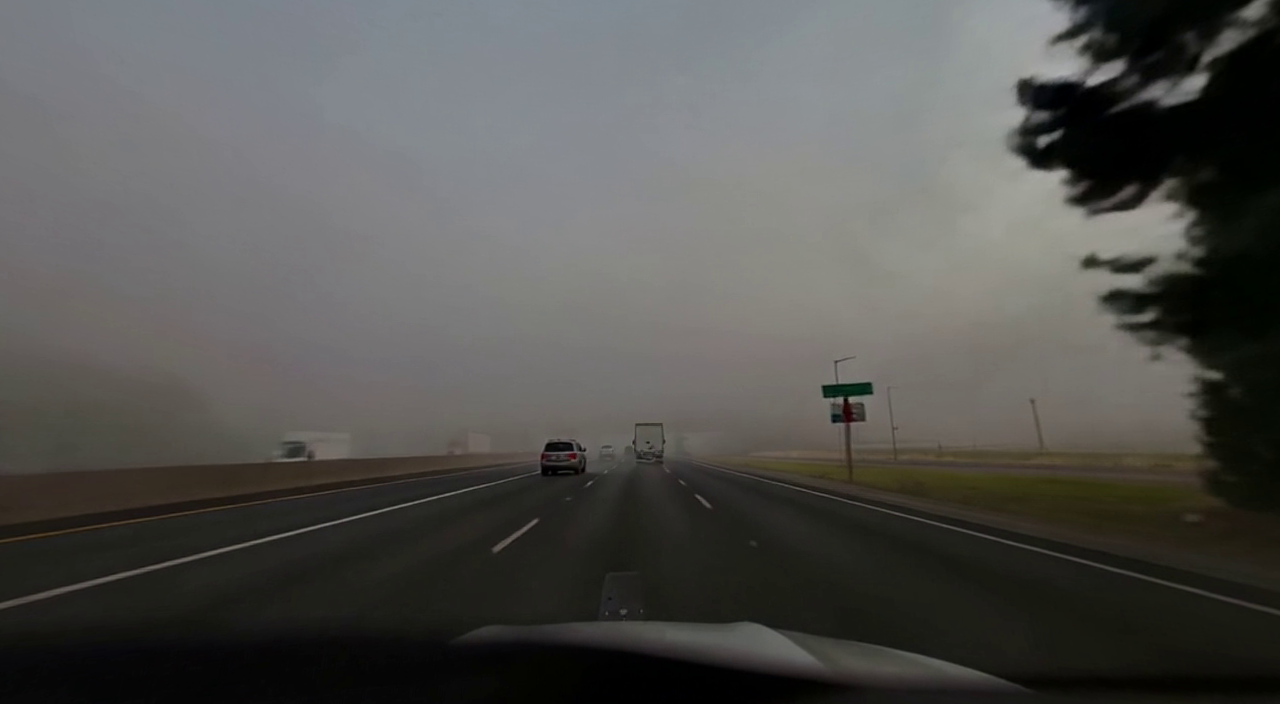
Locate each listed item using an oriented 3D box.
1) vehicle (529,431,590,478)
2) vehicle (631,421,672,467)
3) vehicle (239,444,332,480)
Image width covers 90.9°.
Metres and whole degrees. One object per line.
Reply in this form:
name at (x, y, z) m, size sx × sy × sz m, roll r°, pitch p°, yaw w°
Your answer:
vehicle at (-3.867, 5.080, 31.274) m, size 2.233 × 2.093 × 5.565 m, roll 0°, pitch -9°, yaw 0°
vehicle at (0.769, 6.851, 46.645) m, size 2.790 × 3.075 × 7.414 m, roll 0°, pitch -9°, yaw 0°
vehicle at (-19.929, 6.170, 35.719) m, size 2.472 × 1.878 × 4.654 m, roll 0°, pitch -9°, yaw 1°
